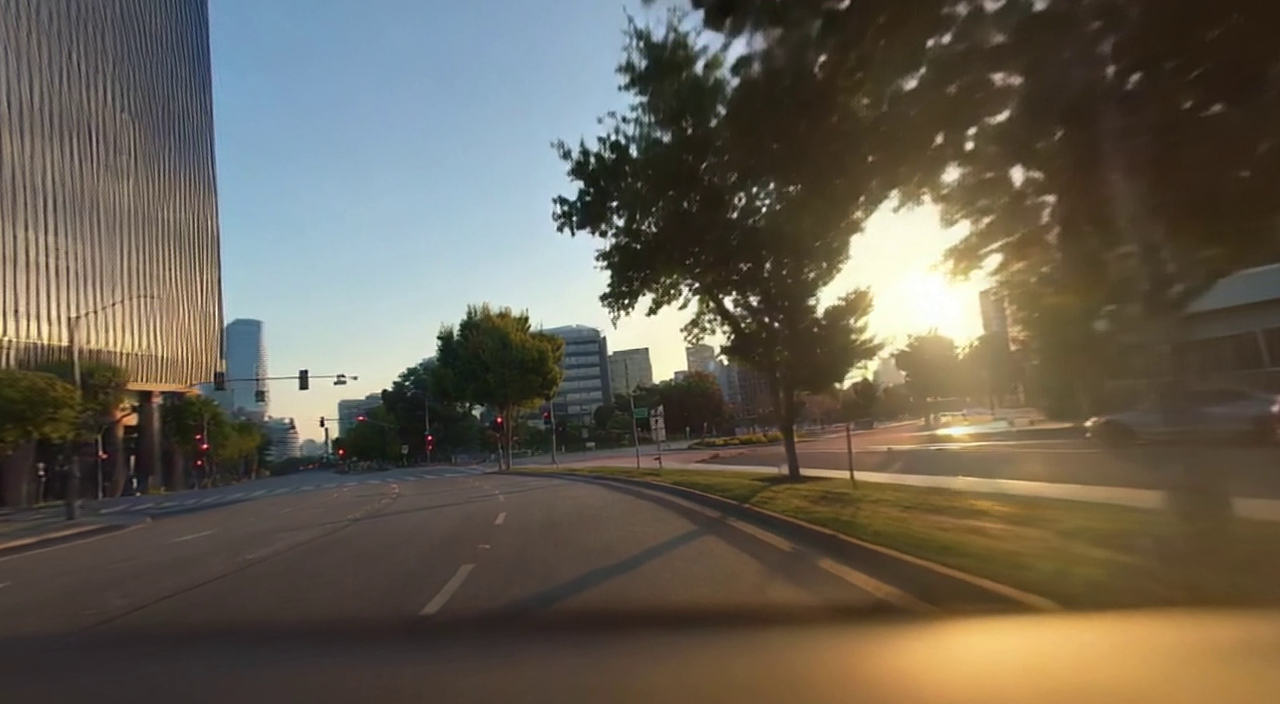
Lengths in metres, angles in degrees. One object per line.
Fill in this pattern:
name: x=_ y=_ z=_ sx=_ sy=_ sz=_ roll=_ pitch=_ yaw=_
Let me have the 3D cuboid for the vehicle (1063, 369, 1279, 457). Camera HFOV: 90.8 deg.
vehicle: x=13.833 y=1.634 z=16.353 sx=1.925 sy=1.546 sz=4.187 roll=-3 pitch=-10 yaw=-40
